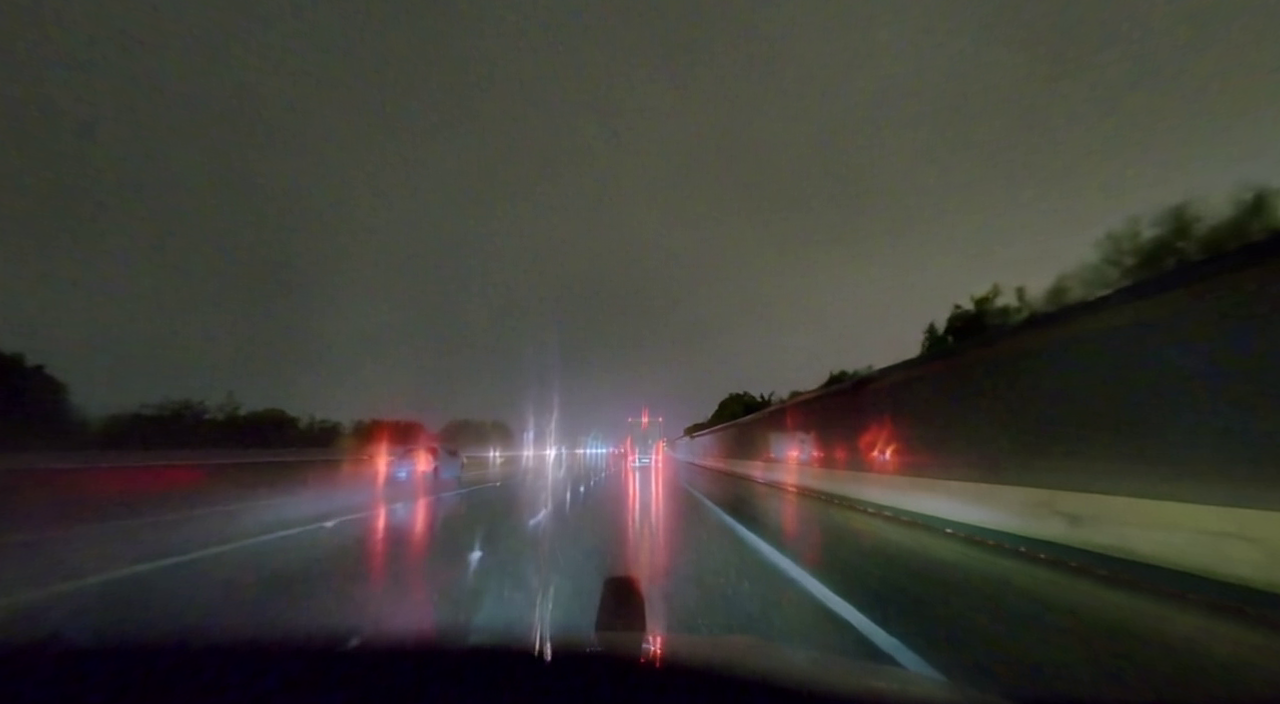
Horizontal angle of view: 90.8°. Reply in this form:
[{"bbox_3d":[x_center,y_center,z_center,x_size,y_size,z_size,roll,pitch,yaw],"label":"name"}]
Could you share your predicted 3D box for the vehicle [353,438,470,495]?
[{"bbox_3d":[-7.420,3.770,21.124,2.067,1.676,4.789,0,-9,1],"label":"vehicle"}]
